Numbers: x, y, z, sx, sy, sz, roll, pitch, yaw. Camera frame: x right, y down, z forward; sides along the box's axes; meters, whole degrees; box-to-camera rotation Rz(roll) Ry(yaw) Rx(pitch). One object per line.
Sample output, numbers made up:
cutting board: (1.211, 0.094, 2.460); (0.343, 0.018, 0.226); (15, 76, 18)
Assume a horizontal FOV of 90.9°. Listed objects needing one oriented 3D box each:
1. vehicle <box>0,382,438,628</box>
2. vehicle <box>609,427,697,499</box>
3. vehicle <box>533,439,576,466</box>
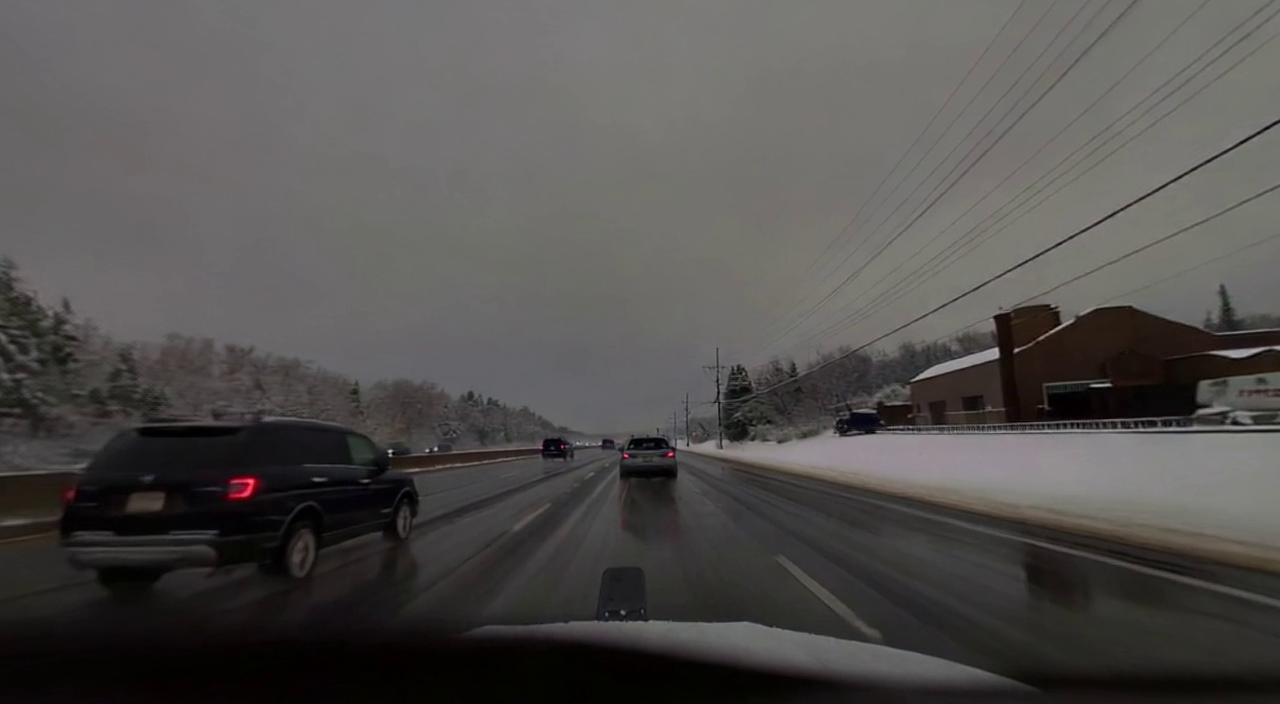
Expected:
vehicle: (-3.992, 1.419, 6.802); (2.125, 1.764, 4.393); (0, -8, 0)
vehicle: (0.315, 2.993, 17.374); (2.134, 1.733, 4.049); (0, -8, 0)
vehicle: (-6.026, 7.107, 44.819); (2.220, 1.841, 4.516); (0, -8, 3)
